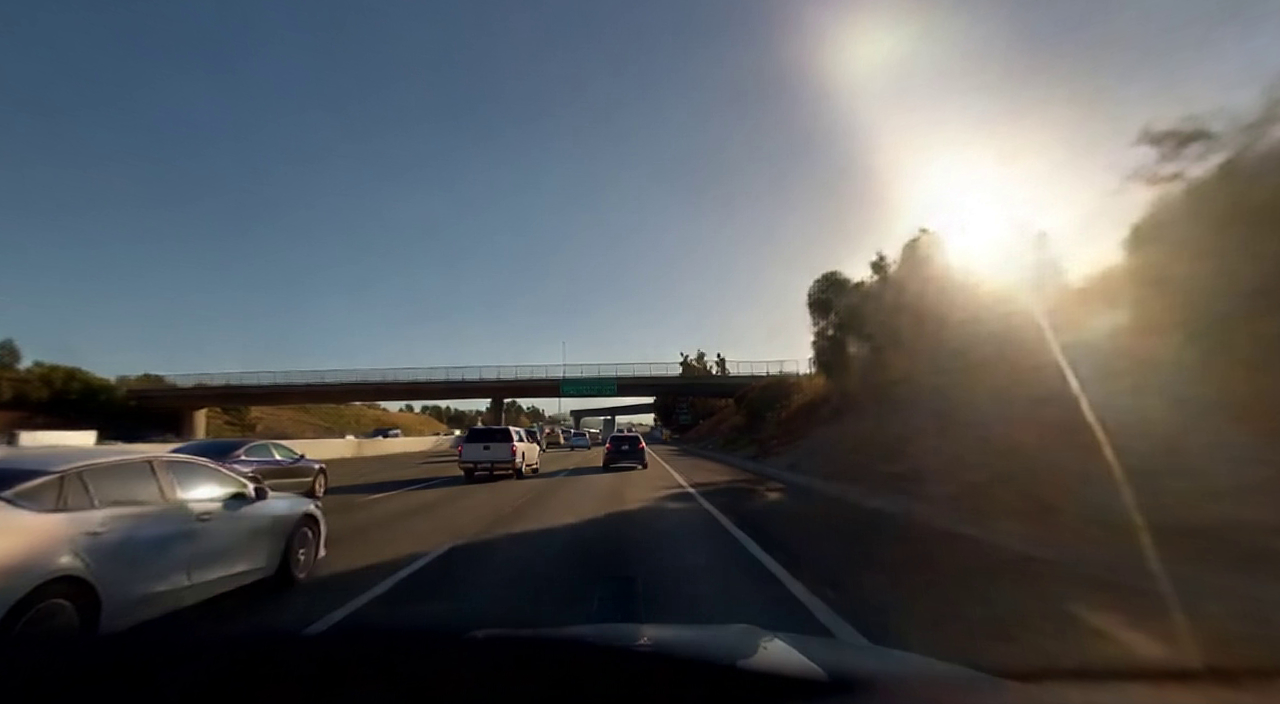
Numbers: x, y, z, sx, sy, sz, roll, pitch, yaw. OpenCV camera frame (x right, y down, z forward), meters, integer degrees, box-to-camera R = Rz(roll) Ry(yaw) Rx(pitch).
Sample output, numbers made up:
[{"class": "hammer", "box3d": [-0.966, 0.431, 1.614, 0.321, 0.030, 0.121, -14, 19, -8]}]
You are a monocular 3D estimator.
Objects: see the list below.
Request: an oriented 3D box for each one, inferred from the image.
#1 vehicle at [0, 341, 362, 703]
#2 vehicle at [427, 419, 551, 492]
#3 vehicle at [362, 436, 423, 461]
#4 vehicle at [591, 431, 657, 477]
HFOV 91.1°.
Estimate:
[{"class": "vehicle", "box3d": [-3.877, 1.008, 4.181, 2.107, 1.703, 4.274, 0, -8, 0]}, {"class": "vehicle", "box3d": [-3.853, 2.736, 17.020, 2.154, 1.690, 4.595, 0, -8, 1]}, {"class": "vehicle", "box3d": [-15.776, 6.149, 40.400, 2.037, 1.505, 4.644, 0, -8, 0]}, {"class": "vehicle", "box3d": [-0.529, 3.492, 21.865, 2.070, 1.452, 3.834, 0, -8, -1]}]
